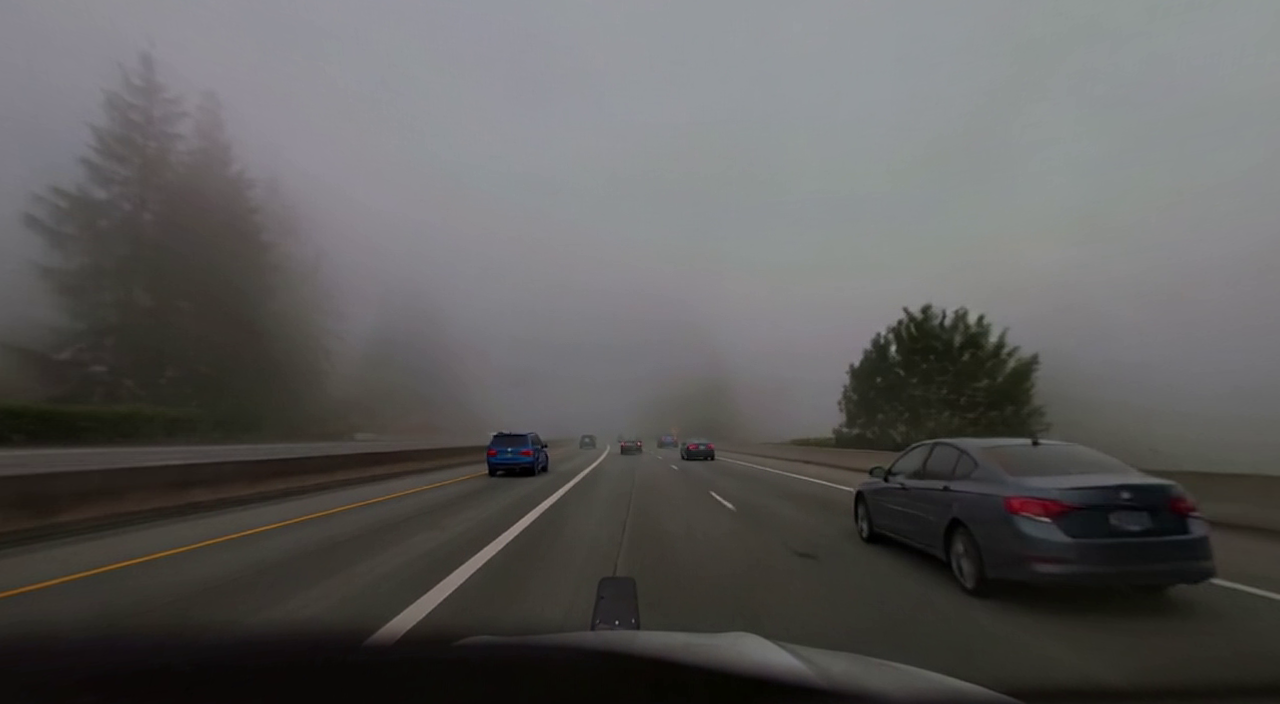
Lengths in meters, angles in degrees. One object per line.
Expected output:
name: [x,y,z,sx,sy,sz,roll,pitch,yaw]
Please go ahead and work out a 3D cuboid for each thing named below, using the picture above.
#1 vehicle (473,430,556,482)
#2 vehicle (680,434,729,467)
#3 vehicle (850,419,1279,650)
vehicle: [-4.016,3.380,20.903,1.941,1.529,4.111,0,-8,-1]
vehicle: [3.139,4.849,31.365,1.883,1.536,3.792,1,-8,-3]
vehicle: [3.734,1.457,6.115,1.986,1.488,3.867,0,-8,-1]
